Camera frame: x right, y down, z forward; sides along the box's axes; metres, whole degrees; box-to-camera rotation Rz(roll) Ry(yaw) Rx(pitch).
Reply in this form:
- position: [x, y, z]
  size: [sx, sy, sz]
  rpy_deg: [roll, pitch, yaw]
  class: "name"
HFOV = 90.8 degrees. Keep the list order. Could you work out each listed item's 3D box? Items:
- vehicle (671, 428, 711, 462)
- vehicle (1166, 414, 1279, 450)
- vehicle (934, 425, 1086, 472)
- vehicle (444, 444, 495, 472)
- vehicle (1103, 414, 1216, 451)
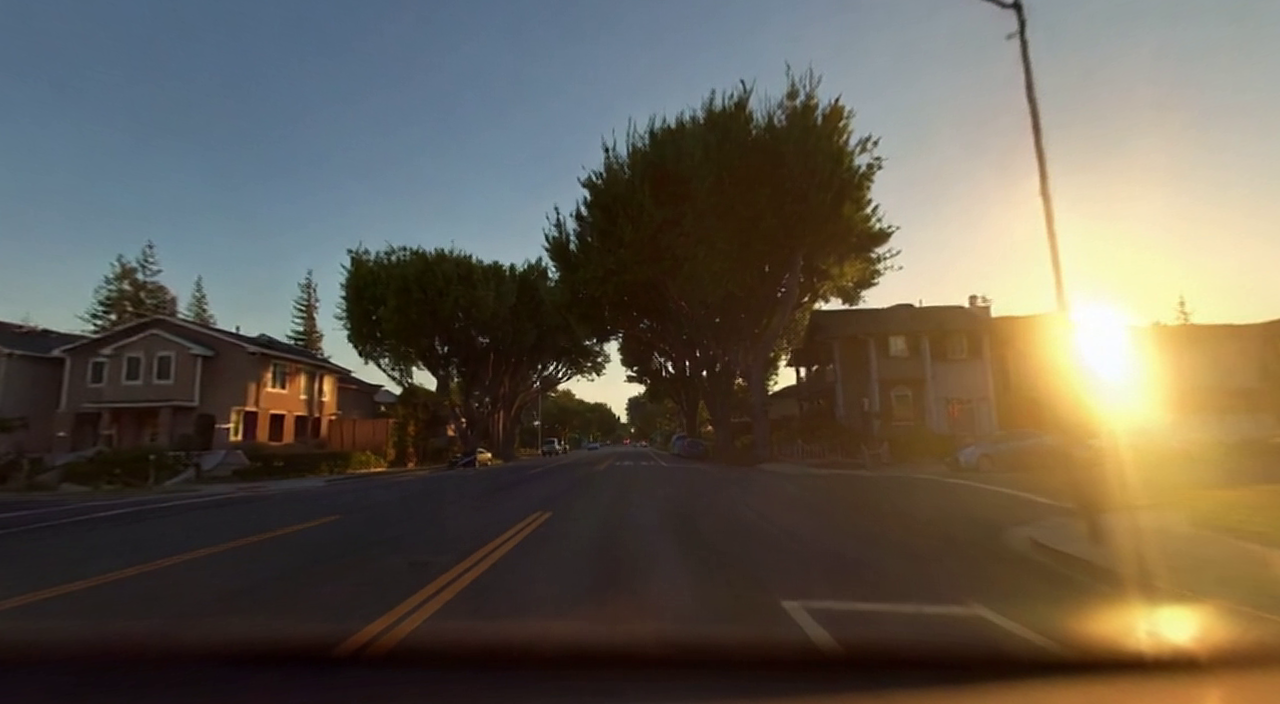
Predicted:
- position: [3.660, 6.844, 46.639]
  size: [2.504, 2.114, 6.073]
  rpy_deg: [5, -8, 3]
  class: "vehicle"
- position: [29.872, 4.140, 32.582]
  size: [1.918, 1.717, 4.112]
  rpy_deg: [-1, -8, 2]
  class: "vehicle"
- position: [14.308, 3.754, 24.678]
  size: [4.635, 1.706, 1.954]
  rpy_deg: [-1, -8, 2]
  class: "vehicle"
- position: [-11.038, 6.865, 41.287]
  size: [2.049, 1.527, 4.677]
  rpy_deg: [-4, -8, -1]
  class: "vehicle"
- position: [26.973, 4.222, 33.013]
  size: [2.000, 1.773, 4.469]
  rpy_deg: [0, -8, -1]
  class: "vehicle"
